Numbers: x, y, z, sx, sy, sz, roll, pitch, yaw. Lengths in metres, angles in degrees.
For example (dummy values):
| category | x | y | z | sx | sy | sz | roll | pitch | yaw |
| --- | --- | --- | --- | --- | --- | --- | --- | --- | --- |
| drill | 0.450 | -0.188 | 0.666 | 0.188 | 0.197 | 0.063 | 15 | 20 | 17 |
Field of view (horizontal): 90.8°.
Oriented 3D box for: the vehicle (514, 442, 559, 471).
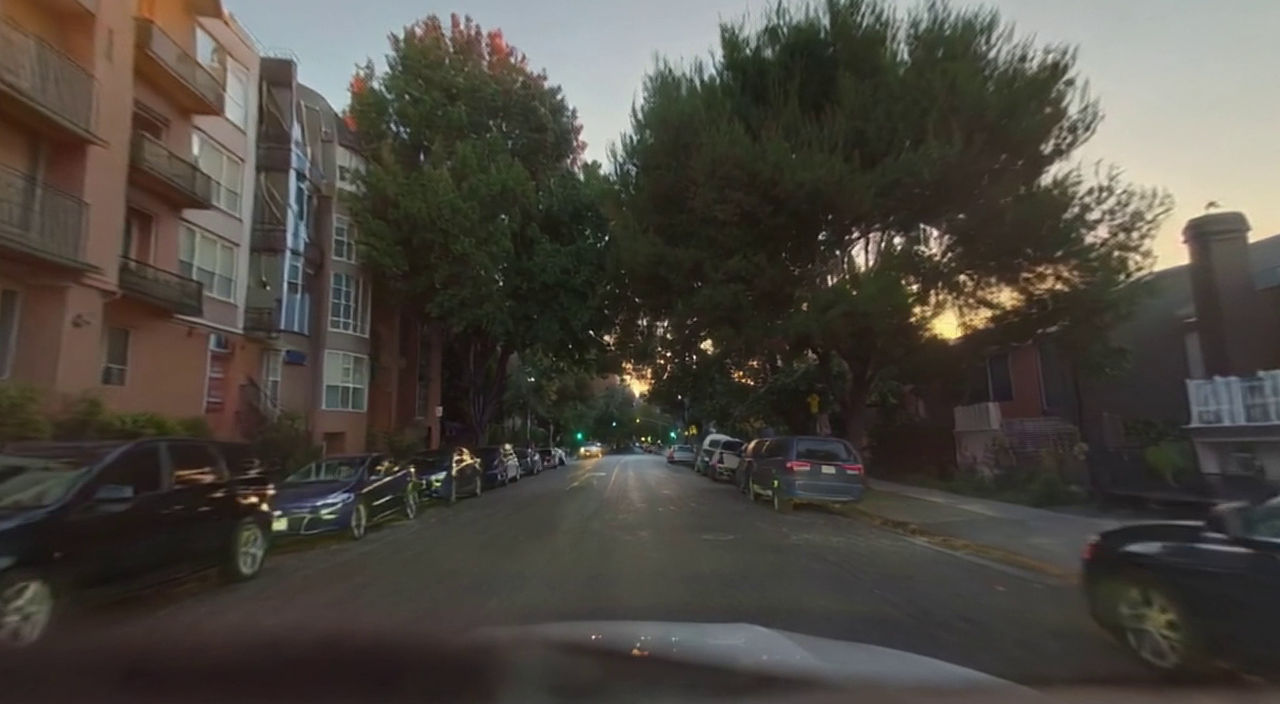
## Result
| category | x | y | z | sx | sy | sz | roll | pitch | yaw |
| --- | --- | --- | --- | --- | --- | --- | --- | --- | --- |
| vehicle | -5.668 | 5.735 | 34.988 | 1.647 | 1.481 | 4.433 | 0 | -8 | 1 |

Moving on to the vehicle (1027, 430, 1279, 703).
| category | x | y | z | sx | sy | sz | roll | pitch | yaw |
| --- | --- | --- | --- | --- | --- | --- | --- | --- | --- |
| vehicle | 3.768 | 1.016 | 2.338 | 1.696 | 1.453 | 4.574 | 0 | -8 | -1 |

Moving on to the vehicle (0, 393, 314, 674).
| category | x | y | z | sx | sy | sz | roll | pitch | yaw |
| --- | --- | --- | --- | --- | --- | --- | --- | --- | --- |
| vehicle | -5.015 | 1.371 | 5.581 | 1.922 | 1.728 | 4.628 | 0 | -8 | -2 |

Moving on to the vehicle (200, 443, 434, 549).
| category | x | y | z | sx | sy | sz | roll | pitch | yaw |
| --- | --- | --- | --- | --- | --- | --- | --- | --- | --- |
| vehicle | -5.105 | 2.280 | 10.862 | 1.649 | 1.408 | 4.665 | 0 | -8 | -1 |

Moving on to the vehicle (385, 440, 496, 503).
| category | x | y | z | sx | sy | sz | roll | pitch | yaw |
| --- | --- | --- | --- | --- | --- | --- | --- | --- | --- |
| vehicle | -5.349 | 3.232 | 17.614 | 1.711 | 1.500 | 4.510 | 0 | -8 | -1 |

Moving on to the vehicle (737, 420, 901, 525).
| category | x | y | z | sx | sy | sz | roll | pitch | yaw |
| --- | --- | --- | --- | --- | --- | --- | --- | --- | --- |
| vehicle | 3.479 | 2.458 | 13.508 | 1.912 | 1.781 | 5.159 | 0 | -8 | -1 |
